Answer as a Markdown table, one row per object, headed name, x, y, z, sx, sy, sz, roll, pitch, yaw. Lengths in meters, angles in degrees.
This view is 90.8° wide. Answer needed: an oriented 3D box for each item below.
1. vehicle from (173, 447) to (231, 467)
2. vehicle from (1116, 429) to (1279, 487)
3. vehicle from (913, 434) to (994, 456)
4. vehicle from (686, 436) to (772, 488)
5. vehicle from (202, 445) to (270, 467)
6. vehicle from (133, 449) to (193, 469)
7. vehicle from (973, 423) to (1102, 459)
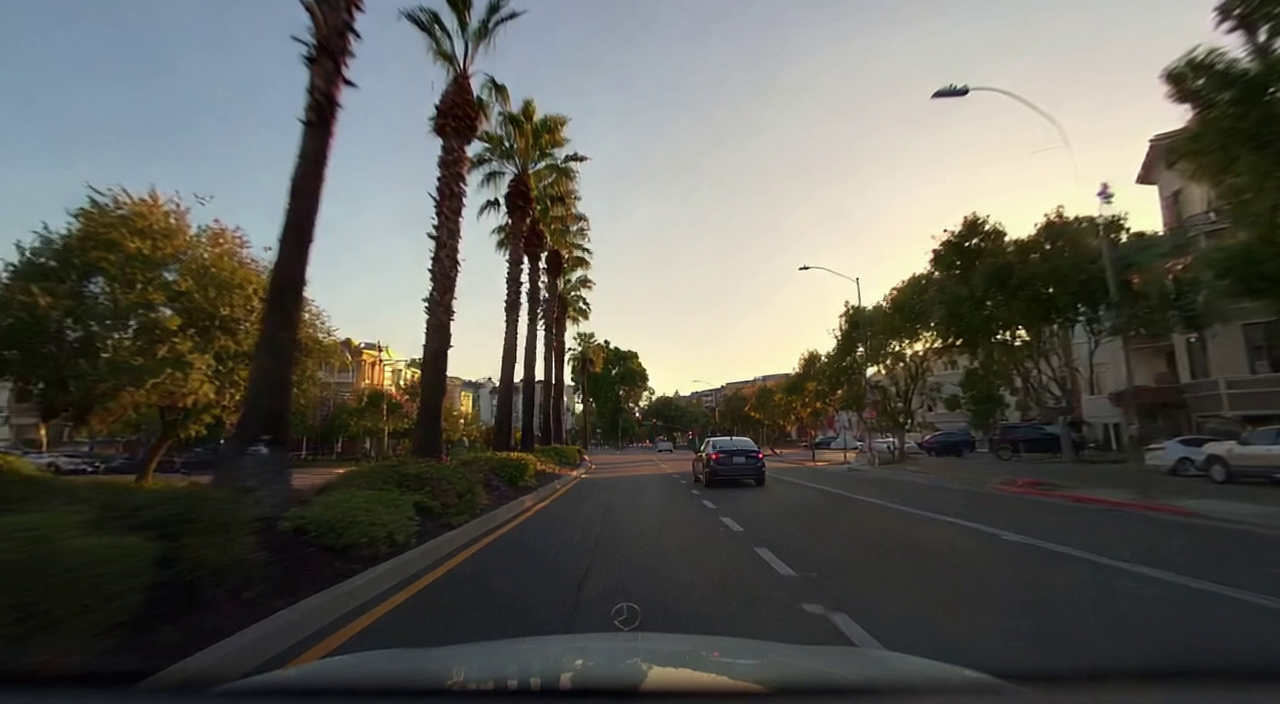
| name | x | y | z | sx | sy | sz | roll | pitch | yaw |
| --- | --- | --- | --- | --- | --- | --- | --- | --- | --- |
| vehicle | -33.605 | 8.045 | 48.590 | 1.829 | 1.492 | 3.741 | 0 | -8 | -1 |
| vehicle | 16.363 | 3.009 | 18.181 | 1.920 | 1.430 | 4.710 | -1 | -8 | 4 |
| vehicle | 22.297 | 6.616 | 45.028 | 4.633 | 1.518 | 2.008 | 0 | -8 | -1 |
| vehicle | 2.691 | 3.446 | 20.098 | 1.964 | 1.448 | 4.295 | 0 | -8 | -2 |
| vehicle | -30.965 | 7.942 | 48.586 | 1.933 | 1.586 | 4.594 | -1 | -8 | 3 |
| vehicle | -36.098 | 8.083 | 47.928 | 1.777 | 1.425 | 3.875 | 0 | -8 | -5 |
| vehicle | 21.844 | 4.921 | 34.906 | 5.644 | 1.937 | 2.174 | 0 | -8 | -1 |
